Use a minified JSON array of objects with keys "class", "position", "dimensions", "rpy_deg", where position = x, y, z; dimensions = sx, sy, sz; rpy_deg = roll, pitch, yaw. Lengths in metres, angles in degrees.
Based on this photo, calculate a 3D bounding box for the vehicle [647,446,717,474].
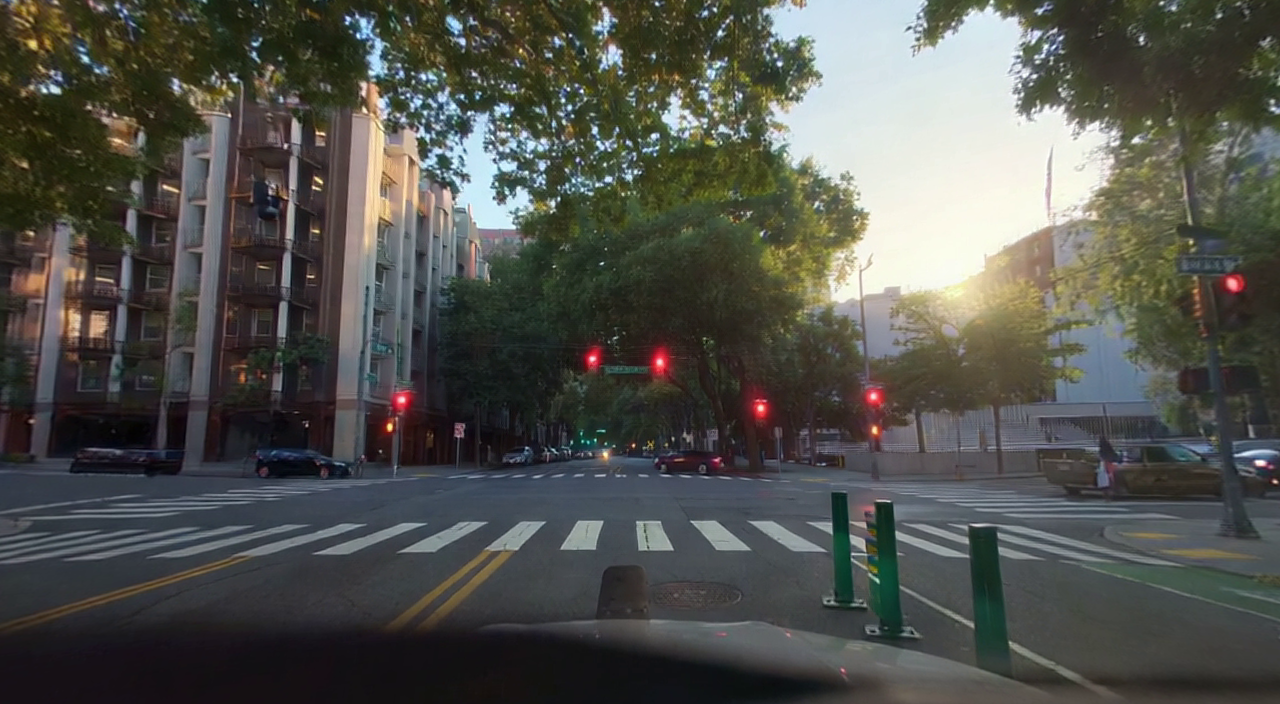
[{"class":"vehicle","position":[2.449,6.401,37.638],"dimensions":[1.972,1.522,4.368],"rpy_deg":[5,-10,-32]}]

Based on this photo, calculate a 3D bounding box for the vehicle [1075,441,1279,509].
[{"class":"vehicle","position":[13.005,2.795,14.565],"dimensions":[4.424,1.436,1.804],"rpy_deg":[-1,-9,6]}]
